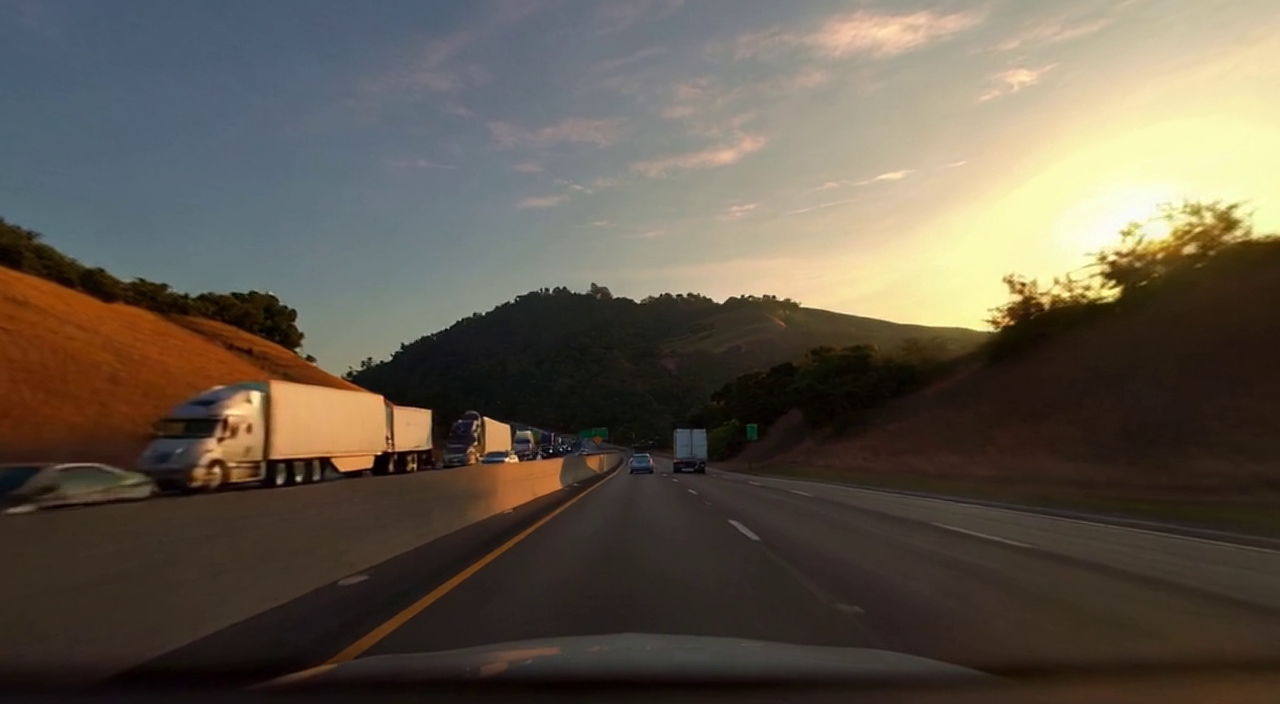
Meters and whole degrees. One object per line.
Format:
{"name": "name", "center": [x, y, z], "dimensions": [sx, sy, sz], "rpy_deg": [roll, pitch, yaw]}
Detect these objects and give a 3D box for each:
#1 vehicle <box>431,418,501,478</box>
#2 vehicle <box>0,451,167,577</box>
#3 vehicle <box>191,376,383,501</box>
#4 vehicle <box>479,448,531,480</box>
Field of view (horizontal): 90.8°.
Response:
{"name": "vehicle", "center": [-12.310, 6.856, 45.265], "dimensions": [3.159, 3.955, 6.511], "rpy_deg": [0, -9, 0]}
{"name": "vehicle", "center": [-8.560, 2.037, 8.144], "dimensions": [1.844, 1.467, 3.930], "rpy_deg": [0, -9, 0]}
{"name": "vehicle", "center": [-12.545, 3.236, 23.380], "dimensions": [3.048, 3.943, 6.642], "rpy_deg": [0, -9, 0]}
{"name": "vehicle", "center": [-8.609, 7.174, 40.693], "dimensions": [2.153, 1.897, 5.058], "rpy_deg": [0, -9, 1]}
